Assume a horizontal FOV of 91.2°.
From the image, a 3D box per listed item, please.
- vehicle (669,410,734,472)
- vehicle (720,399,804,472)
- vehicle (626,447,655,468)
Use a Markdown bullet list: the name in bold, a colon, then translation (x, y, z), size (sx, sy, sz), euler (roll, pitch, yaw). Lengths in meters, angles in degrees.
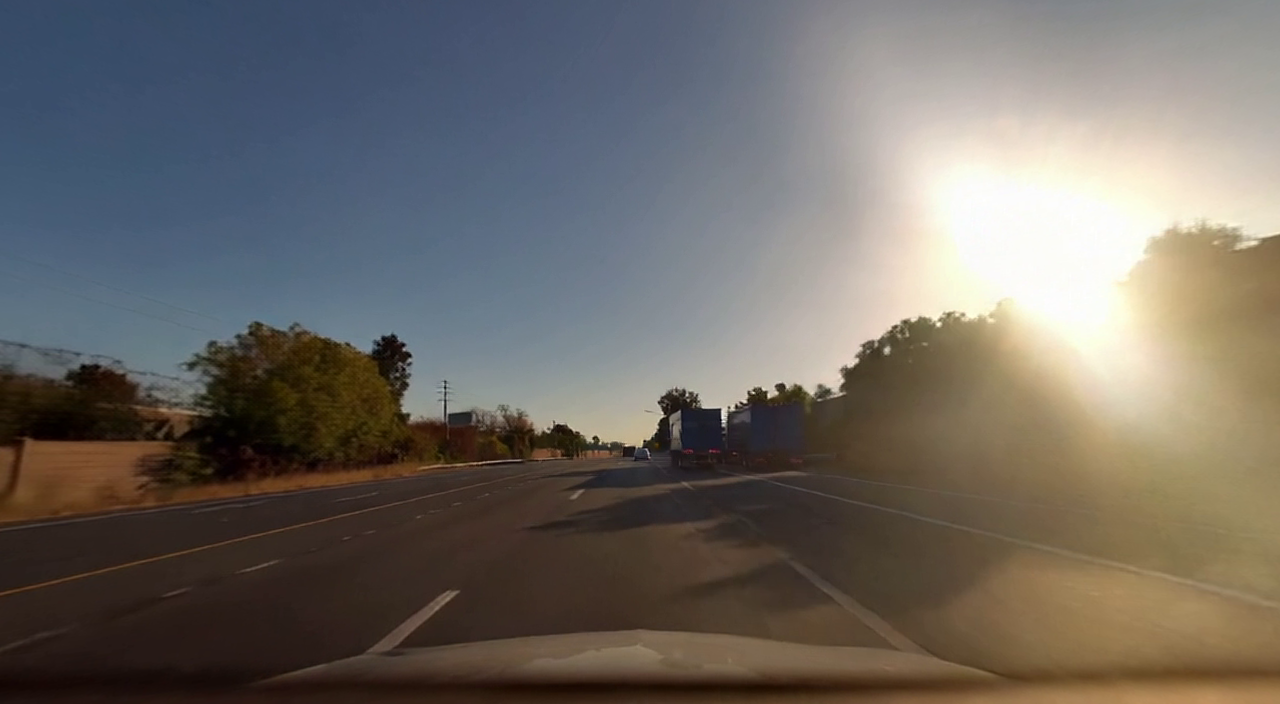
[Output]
- **vehicle**: translation (3.511, 5.412, 37.769), size (2.859, 3.332, 7.735), euler (0, -9, -2)
- **vehicle**: translation (7.875, 5.793, 42.833), size (3.268, 4.172, 12.771), euler (-1, -8, 1)
- **vehicle**: translation (0.020, 7.752, 46.246), size (2.083, 1.473, 3.923), euler (0, -9, 0)
